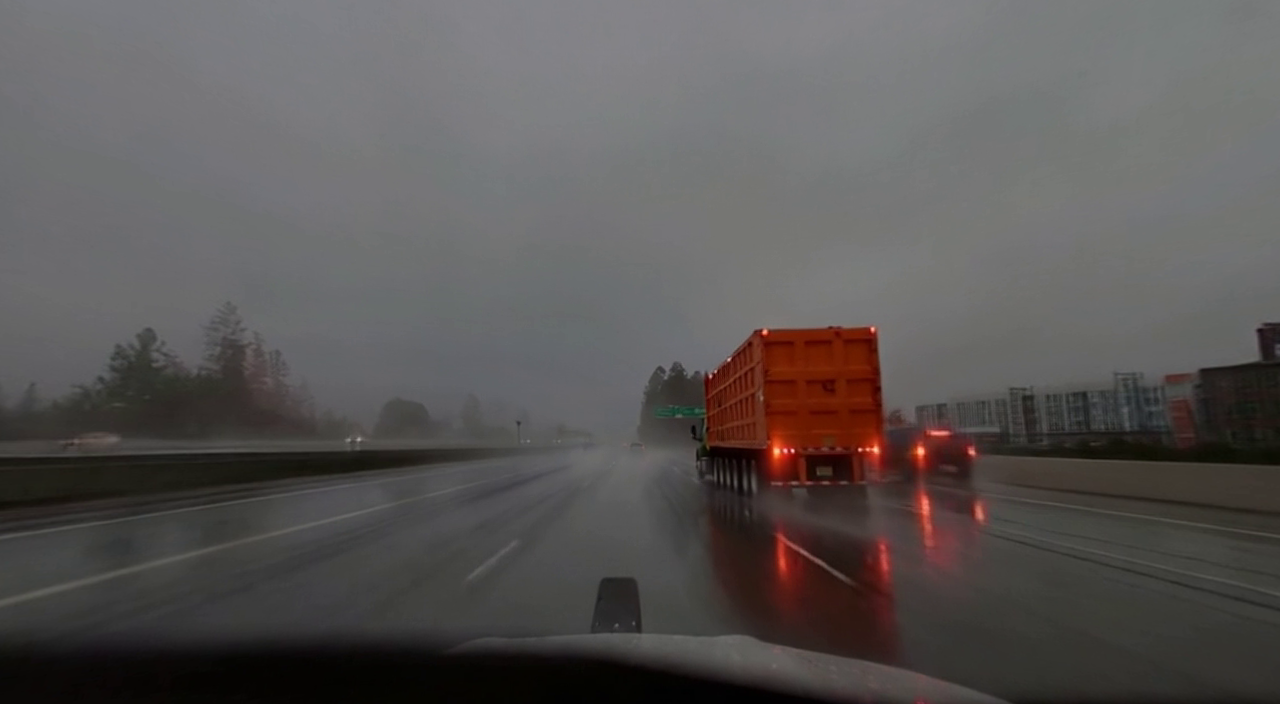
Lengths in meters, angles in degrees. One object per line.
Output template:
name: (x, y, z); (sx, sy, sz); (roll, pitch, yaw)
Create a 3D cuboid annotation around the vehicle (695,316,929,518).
vehicle: (3.479, 1.903, 16.477); (2.966, 3.586, 10.563); (0, -9, -1)

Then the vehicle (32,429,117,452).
vehicle: (-44.582, 7.037, 49.999); (1.933, 1.642, 5.248); (0, -9, -1)

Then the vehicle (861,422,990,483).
vehicle: (10.745, 3.853, 24.426); (2.286, 2.044, 5.722); (0, -9, 0)
